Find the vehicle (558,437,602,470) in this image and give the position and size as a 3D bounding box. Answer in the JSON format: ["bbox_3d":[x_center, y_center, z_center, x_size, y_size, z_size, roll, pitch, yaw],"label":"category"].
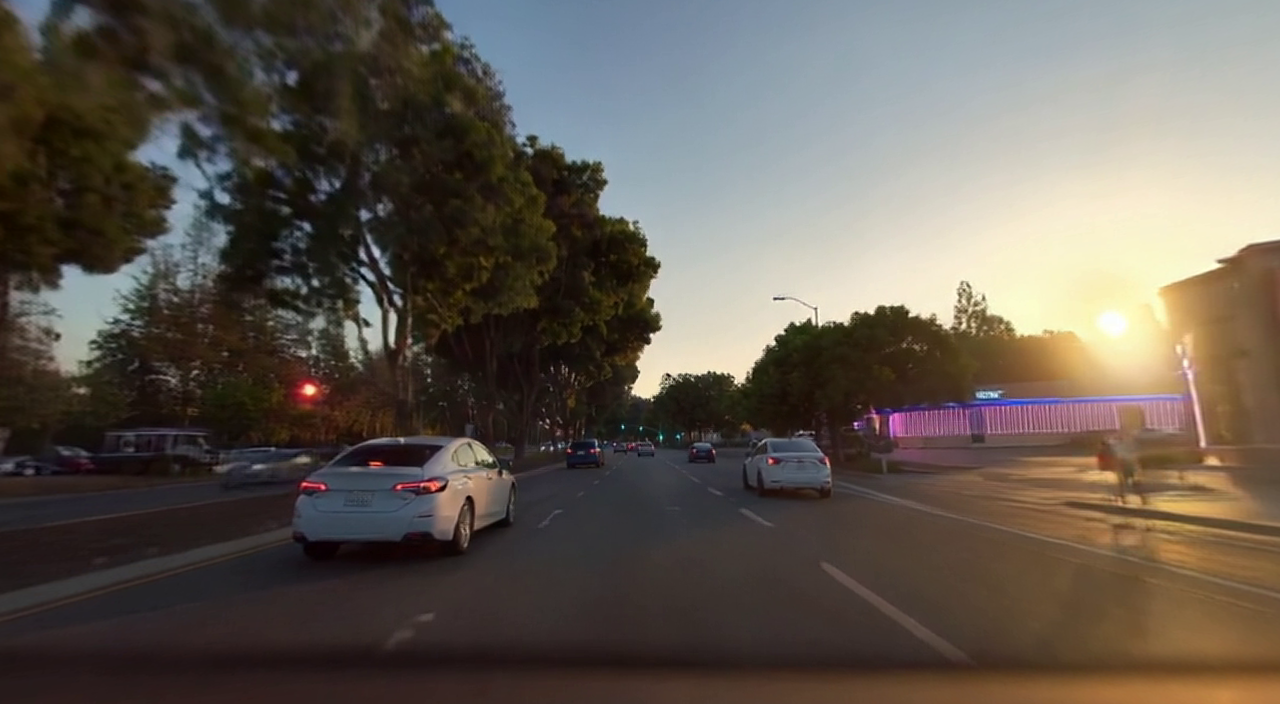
[{"bbox_3d":[-3.275,5.667,35.479,1.981,1.731,4.360,0,-8,1],"label":"vehicle"}]

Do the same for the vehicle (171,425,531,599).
[{"bbox_3d":[-2.914,1.734,7.910,2.082,1.460,4.922,0,-8,1],"label":"vehicle"}]

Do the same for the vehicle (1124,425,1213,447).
[{"bbox_3d":[37.747,6.041,45.104,4.451,1.479,1.961,-1,-8,2],"label":"vehicle"}]

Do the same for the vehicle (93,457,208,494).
[{"bbox_3d":[-22.170,5.574,28.794,1.822,1.483,4.236,0,-8,1],"label":"vehicle"}]

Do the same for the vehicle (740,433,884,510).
[{"bbox_3d":[3.766,2.706,14.819,2.036,1.480,4.659,0,-8,-1],"label":"vehicle"}]

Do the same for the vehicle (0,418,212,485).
[{"bbox_3d":[-29.843,5.566,35.484,8.970,3.504,3.159,0,-8,0],"label":"vehicle"}]

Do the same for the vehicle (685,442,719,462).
[{"bbox_3d":[4.555,7.410,46.832,1.996,1.443,4.270,0,-8,-1],"label":"vehicle"}]
